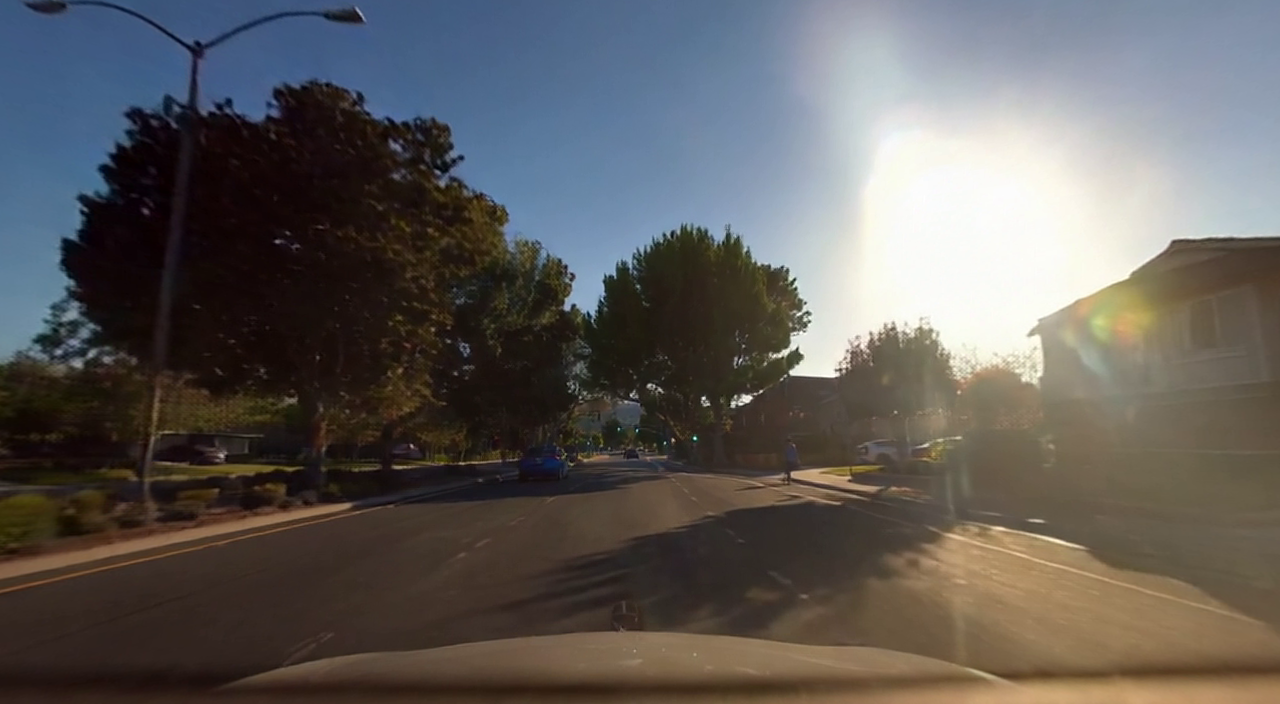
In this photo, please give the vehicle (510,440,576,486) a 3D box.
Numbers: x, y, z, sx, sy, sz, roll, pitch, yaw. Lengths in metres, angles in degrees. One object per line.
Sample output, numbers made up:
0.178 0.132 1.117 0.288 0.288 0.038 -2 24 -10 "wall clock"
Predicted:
-3.941 4.581 26.422 1.993 1.733 4.262 0 -8 1 "vehicle"
